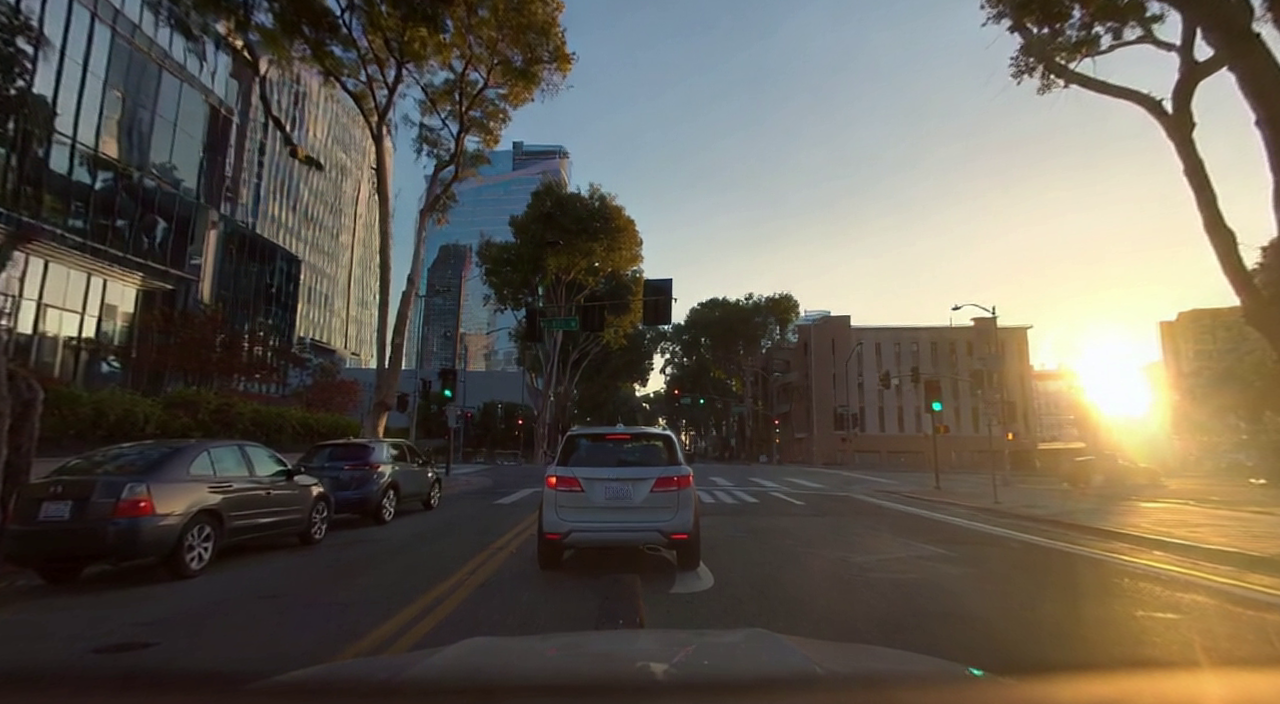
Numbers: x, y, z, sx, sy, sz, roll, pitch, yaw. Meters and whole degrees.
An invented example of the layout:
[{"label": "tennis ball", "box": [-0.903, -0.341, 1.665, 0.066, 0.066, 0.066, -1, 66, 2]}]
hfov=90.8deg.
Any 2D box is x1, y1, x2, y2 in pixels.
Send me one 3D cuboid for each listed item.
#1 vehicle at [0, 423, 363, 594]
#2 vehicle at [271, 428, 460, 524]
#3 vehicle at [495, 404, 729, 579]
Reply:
[{"label": "vehicle", "box": [-5.763, 1.901, 8.640, 1.904, 1.684, 4.529, 0, -9, -1]}, {"label": "vehicle", "box": [-5.876, 2.700, 14.347, 2.077, 1.791, 4.751, 0, -9, 1]}, {"label": "vehicle", "box": [-0.259, 1.653, 8.179, 2.258, 1.687, 3.934, 0, -9, 0]}]
